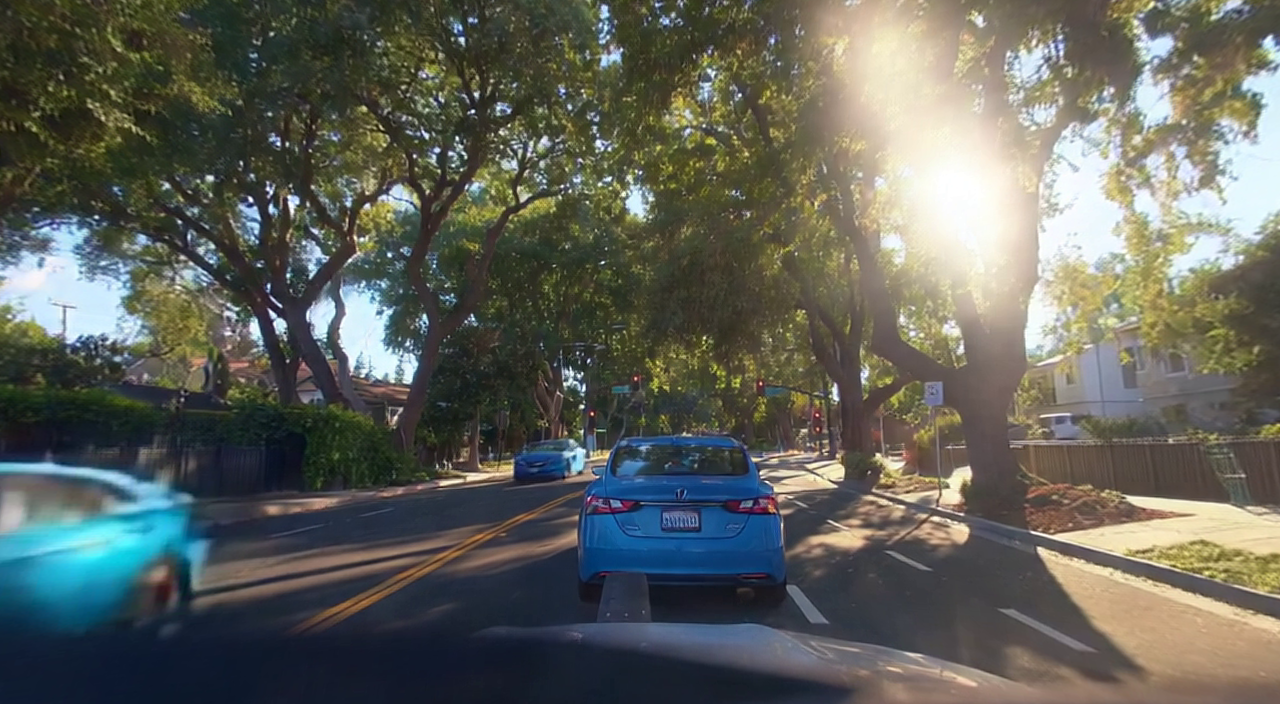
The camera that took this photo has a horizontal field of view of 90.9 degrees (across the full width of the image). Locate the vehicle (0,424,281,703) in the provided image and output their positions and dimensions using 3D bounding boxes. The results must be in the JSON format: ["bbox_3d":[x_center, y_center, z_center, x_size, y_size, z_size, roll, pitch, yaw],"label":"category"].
[{"bbox_3d":[-4.157,1.097,3.077,2.060,1.479,4.462,0,-8,2],"label":"vehicle"}]

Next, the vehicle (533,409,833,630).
[{"bbox_3d":[0.334,1.445,6.403,2.070,1.516,3.936,0,-8,1],"label":"vehicle"}]
